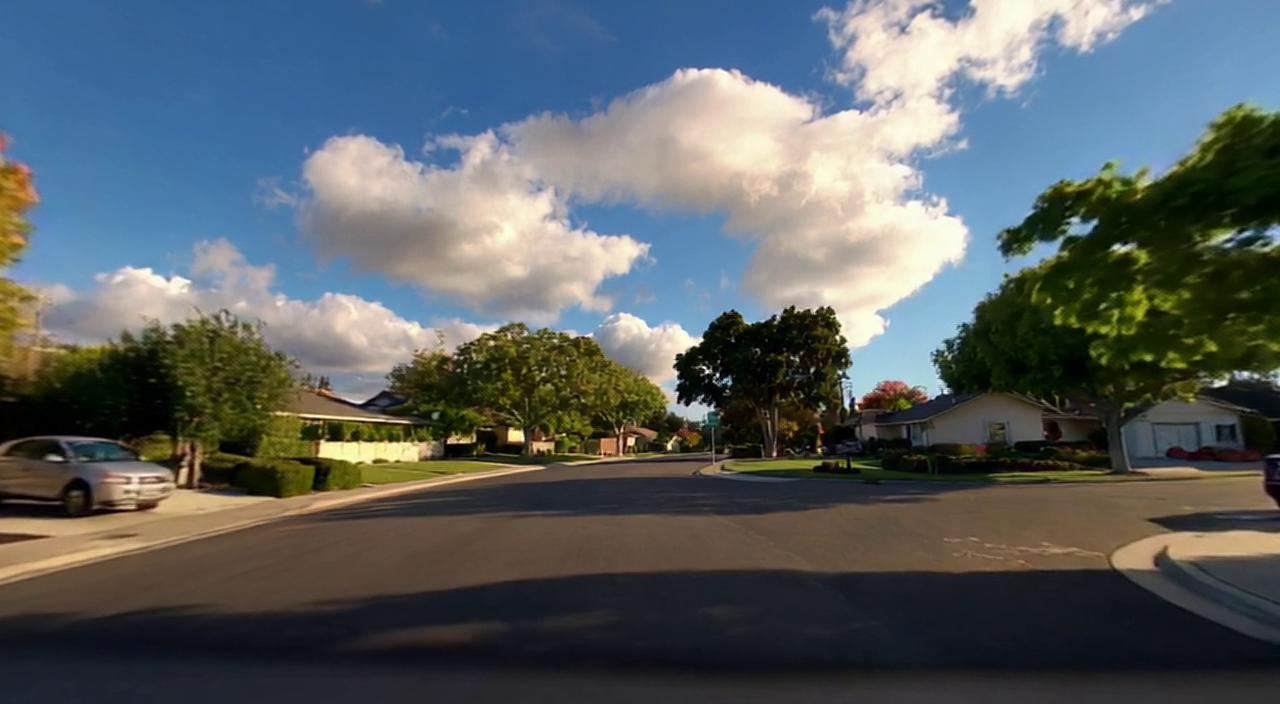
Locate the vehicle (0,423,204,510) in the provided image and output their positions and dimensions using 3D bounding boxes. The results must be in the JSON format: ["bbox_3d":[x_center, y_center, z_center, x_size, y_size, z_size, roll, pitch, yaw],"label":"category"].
[{"bbox_3d":[-12.703,2.431,13.782,4.790,1.627,2.112,1,-5,-1],"label":"vehicle"}]
